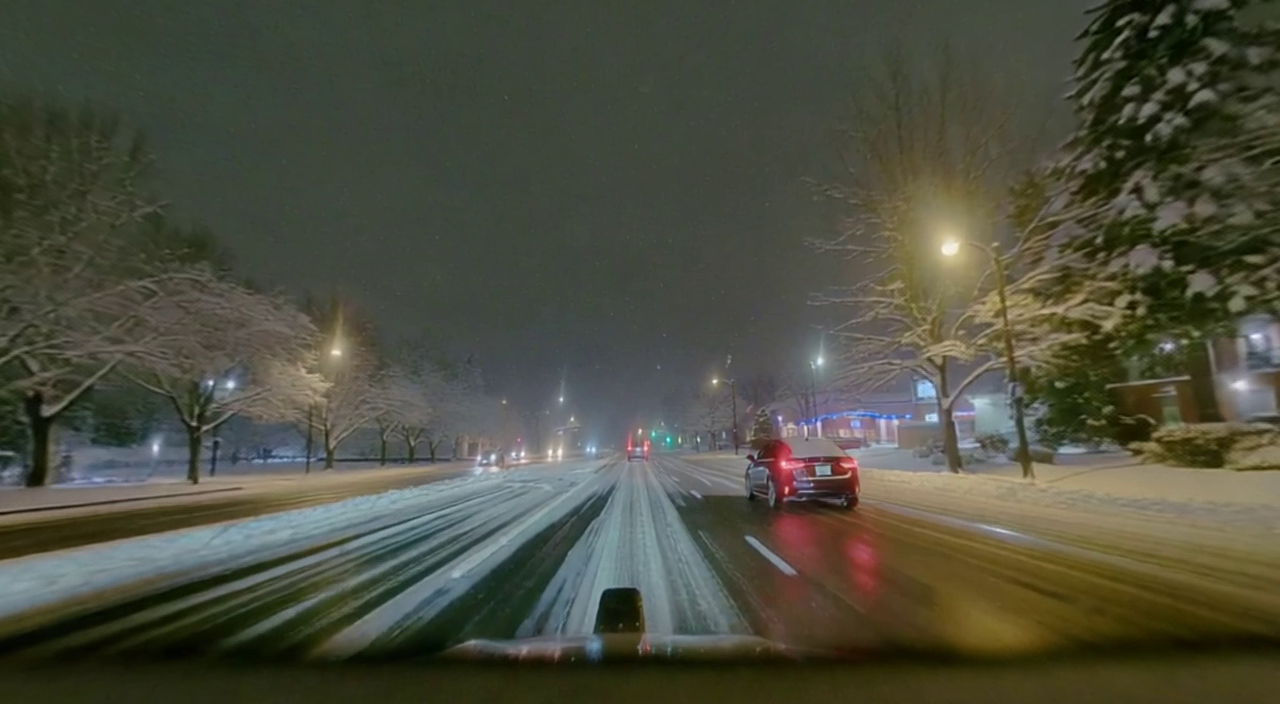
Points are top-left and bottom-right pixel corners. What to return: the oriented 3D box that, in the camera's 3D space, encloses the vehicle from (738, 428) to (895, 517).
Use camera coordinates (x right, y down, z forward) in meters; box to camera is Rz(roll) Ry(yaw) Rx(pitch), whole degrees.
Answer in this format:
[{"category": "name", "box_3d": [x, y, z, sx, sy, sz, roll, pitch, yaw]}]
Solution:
[{"category": "vehicle", "box_3d": [3.607, 2.562, 14.002, 1.995, 1.616, 4.729, 0, -8, -2]}]
